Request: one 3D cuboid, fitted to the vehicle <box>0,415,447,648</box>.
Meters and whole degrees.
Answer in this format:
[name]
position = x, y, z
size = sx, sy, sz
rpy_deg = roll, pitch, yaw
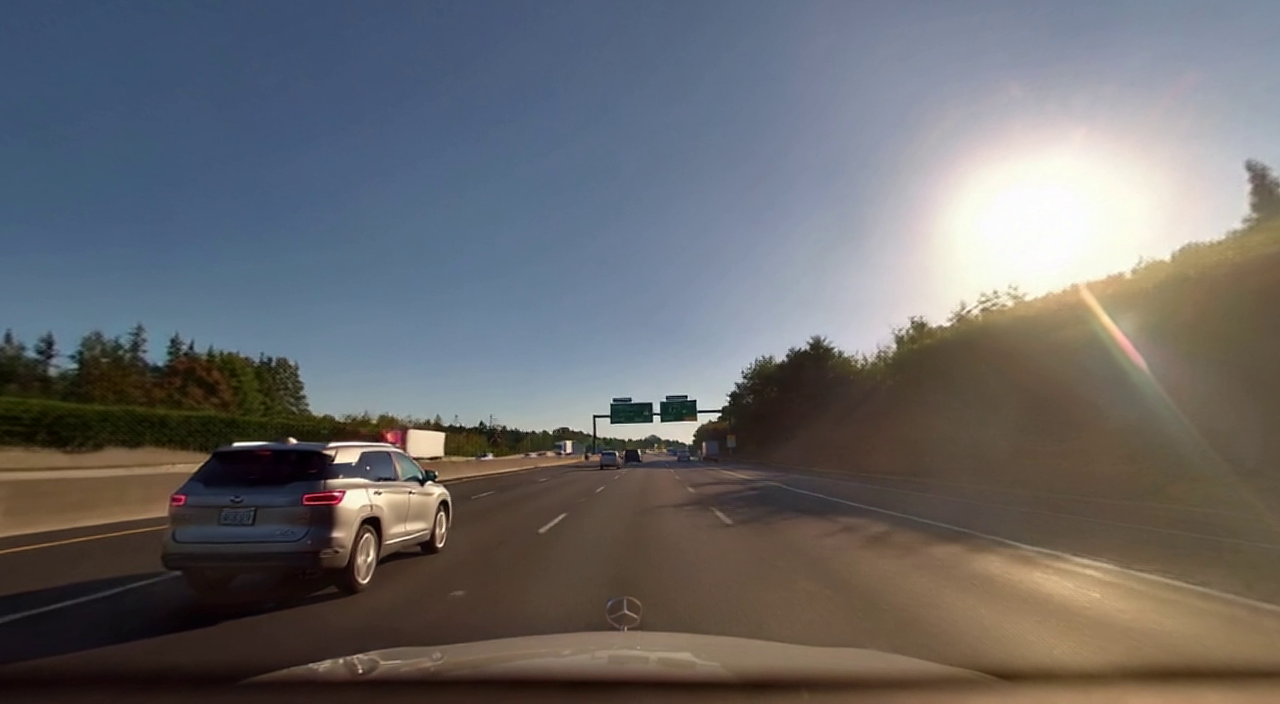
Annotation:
[vehicle]
position = -3.712, 1.584, 6.597
size = 2.016, 1.623, 4.126
rpy_deg = 0, -9, 1
